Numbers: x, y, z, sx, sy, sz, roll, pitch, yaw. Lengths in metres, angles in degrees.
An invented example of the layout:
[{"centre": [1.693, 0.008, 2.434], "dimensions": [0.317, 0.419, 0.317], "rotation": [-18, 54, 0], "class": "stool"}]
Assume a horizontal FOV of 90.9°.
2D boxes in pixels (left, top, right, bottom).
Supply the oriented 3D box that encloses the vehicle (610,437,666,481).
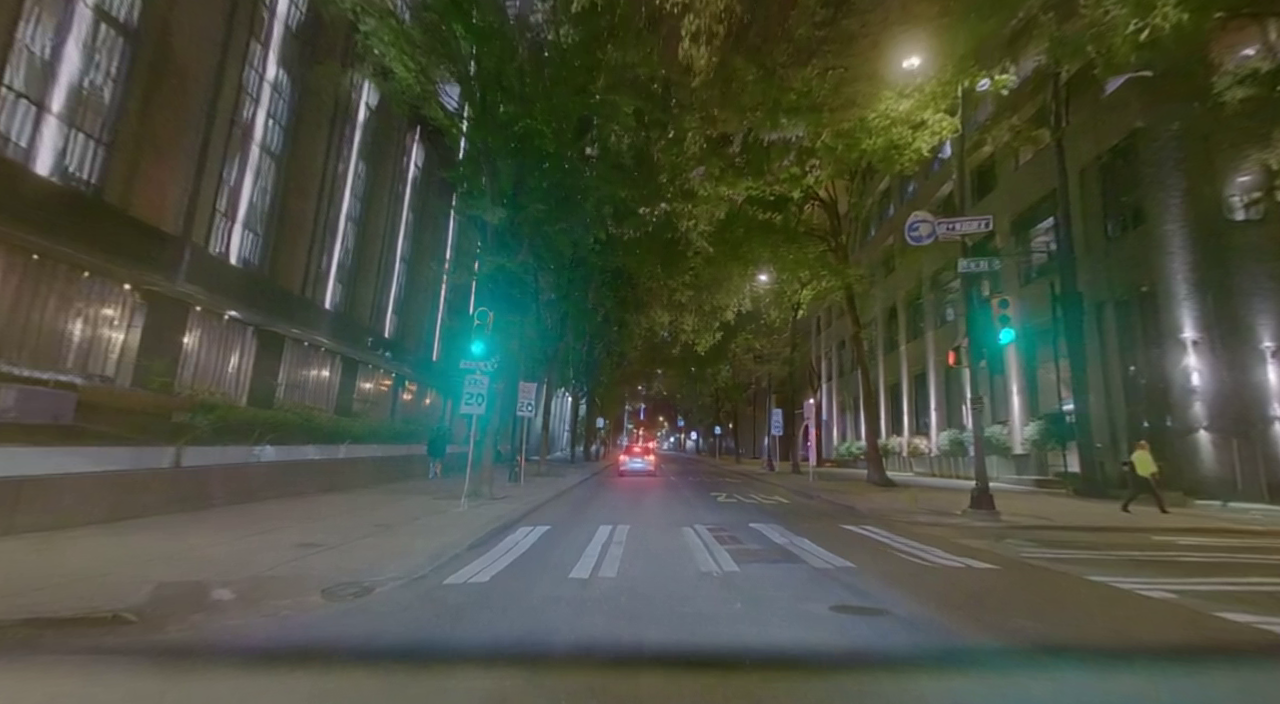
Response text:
[{"centre": [-0.090, 4.251, 25.281], "dimensions": [2.079, 1.621, 3.861], "rotation": [0, -8, -1], "class": "vehicle"}]
